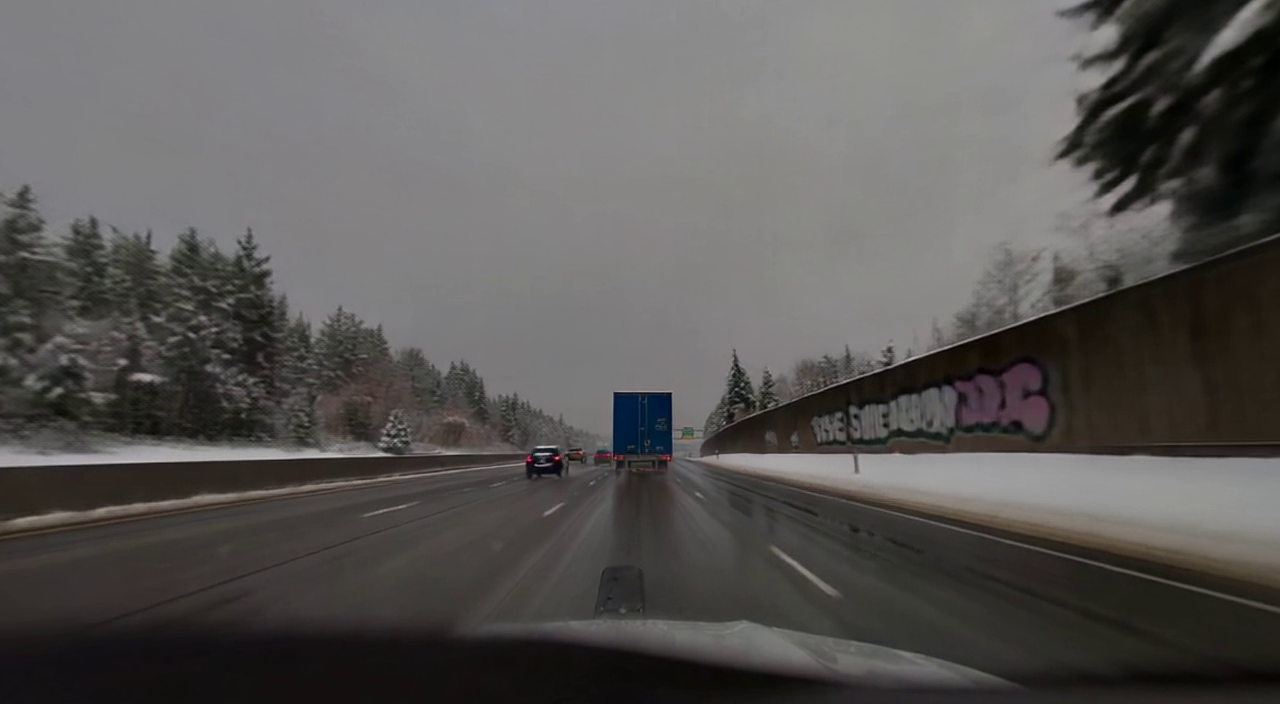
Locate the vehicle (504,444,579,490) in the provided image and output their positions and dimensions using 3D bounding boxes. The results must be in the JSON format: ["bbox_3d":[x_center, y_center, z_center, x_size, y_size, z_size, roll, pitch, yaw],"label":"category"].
[{"bbox_3d":[-3.468,4.131,22.923,2.020,1.505,4.171,0,-9,0],"label":"vehicle"}]

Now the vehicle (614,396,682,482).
[{"bbox_3d":[0.249,4.509,31.993,2.915,3.661,9.741,0,-9,-1],"label":"vehicle"}]
